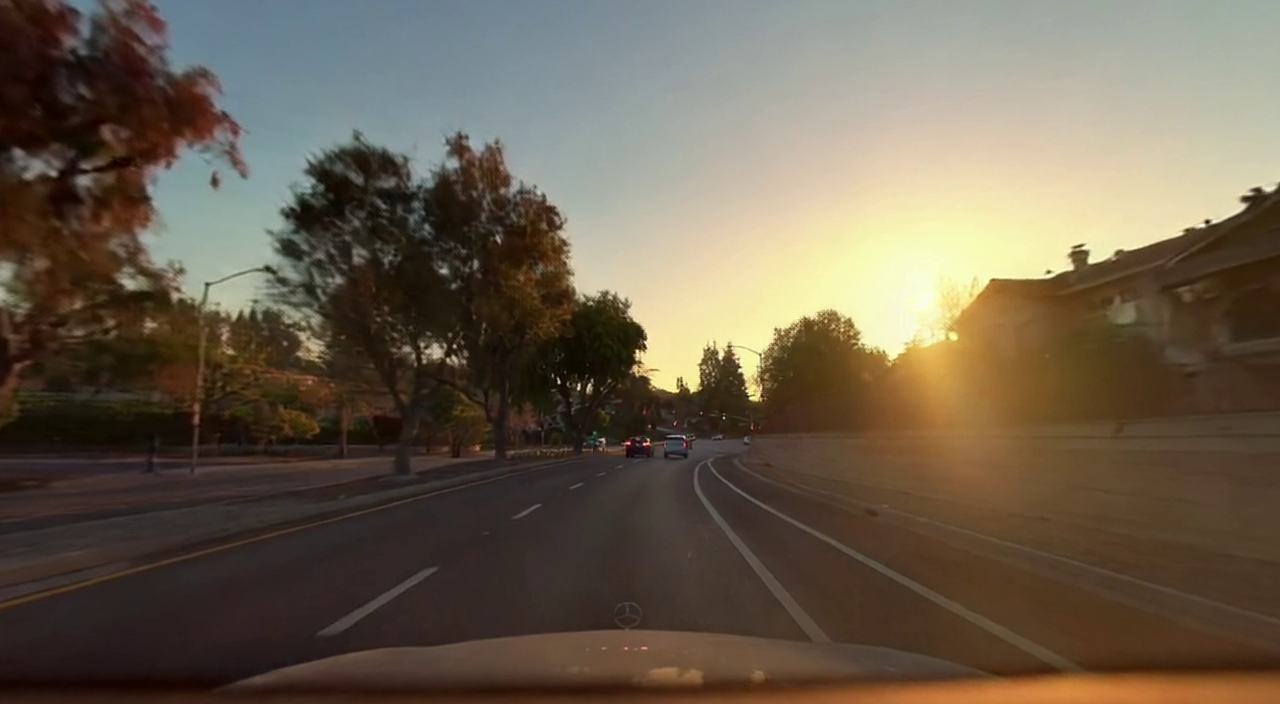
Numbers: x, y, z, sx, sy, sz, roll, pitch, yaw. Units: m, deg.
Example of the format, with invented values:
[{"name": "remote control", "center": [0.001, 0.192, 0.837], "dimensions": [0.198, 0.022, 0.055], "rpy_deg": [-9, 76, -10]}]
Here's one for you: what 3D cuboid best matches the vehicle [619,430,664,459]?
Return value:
[{"name": "vehicle", "center": [0.161, 6.068, 41.231], "dimensions": [2.152, 1.822, 4.391], "rpy_deg": [-1, -8, 11]}]
